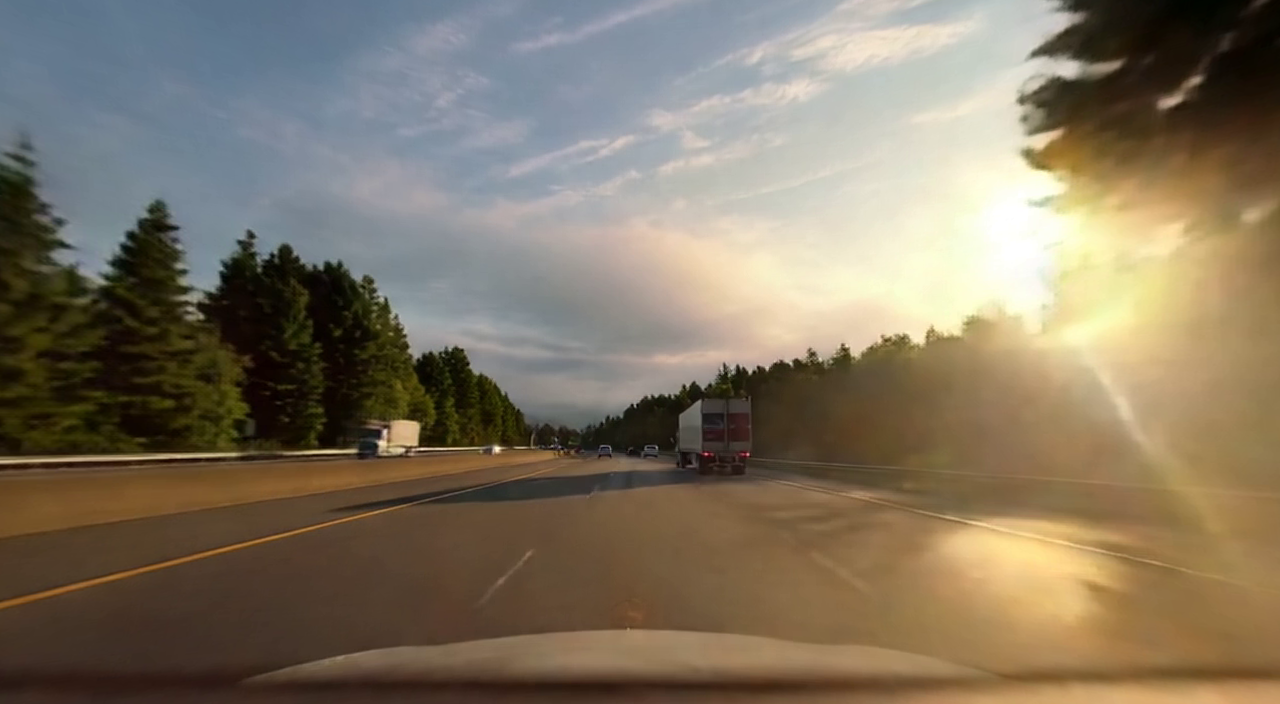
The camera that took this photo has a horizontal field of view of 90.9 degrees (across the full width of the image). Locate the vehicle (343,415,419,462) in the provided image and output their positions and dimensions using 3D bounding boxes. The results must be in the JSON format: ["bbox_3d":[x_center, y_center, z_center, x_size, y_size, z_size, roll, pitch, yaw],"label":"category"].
[{"bbox_3d":[-19.724,6.722,48.511,2.679,3.356,7.493,0,-9,0],"label":"vehicle"}]

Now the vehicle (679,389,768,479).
[{"bbox_3d":[4.147,4.701,34.892,2.950,4.033,13.276,0,-9,-1],"label":"vehicle"}]
